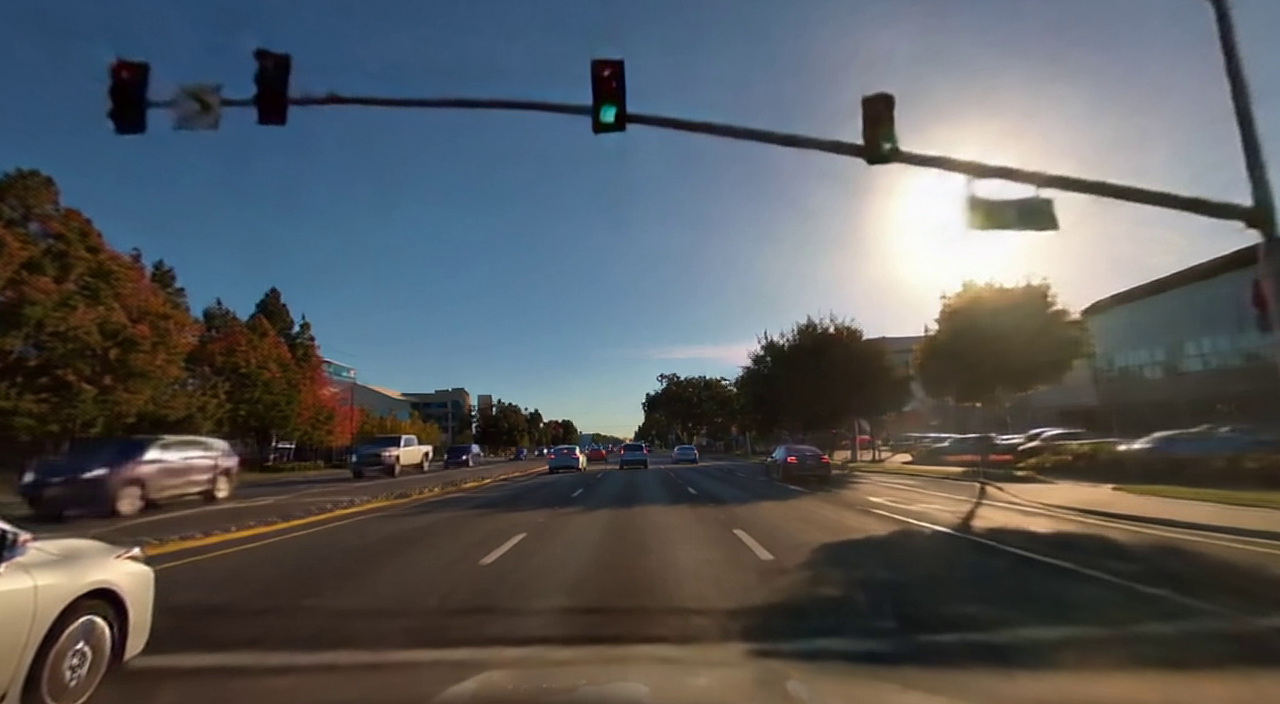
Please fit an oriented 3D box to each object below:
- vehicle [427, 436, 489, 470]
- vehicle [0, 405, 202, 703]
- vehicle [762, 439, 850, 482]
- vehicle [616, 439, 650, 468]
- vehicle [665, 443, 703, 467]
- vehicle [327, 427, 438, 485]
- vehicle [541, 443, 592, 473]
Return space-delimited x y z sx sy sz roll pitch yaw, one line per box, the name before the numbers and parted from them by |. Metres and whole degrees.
vehicle | -9.490 5.304 33.300 2.026 1.639 4.496 0 -8 -1
vehicle | -3.706 0.824 1.653 2.018 1.476 4.364 0 -8 -1
vehicle | 6.202 4.113 24.241 2.028 1.451 4.625 0 -8 -2
vehicle | -0.412 6.321 39.442 2.008 1.716 4.125 0 -8 0
vehicle | 2.761 6.598 40.716 2.014 1.430 4.103 0 -8 -2
vehicle | -9.271 3.739 23.236 2.185 1.752 4.599 -4 -8 0
vehicle | -3.772 5.533 33.224 2.163 1.474 4.413 0 -8 0
